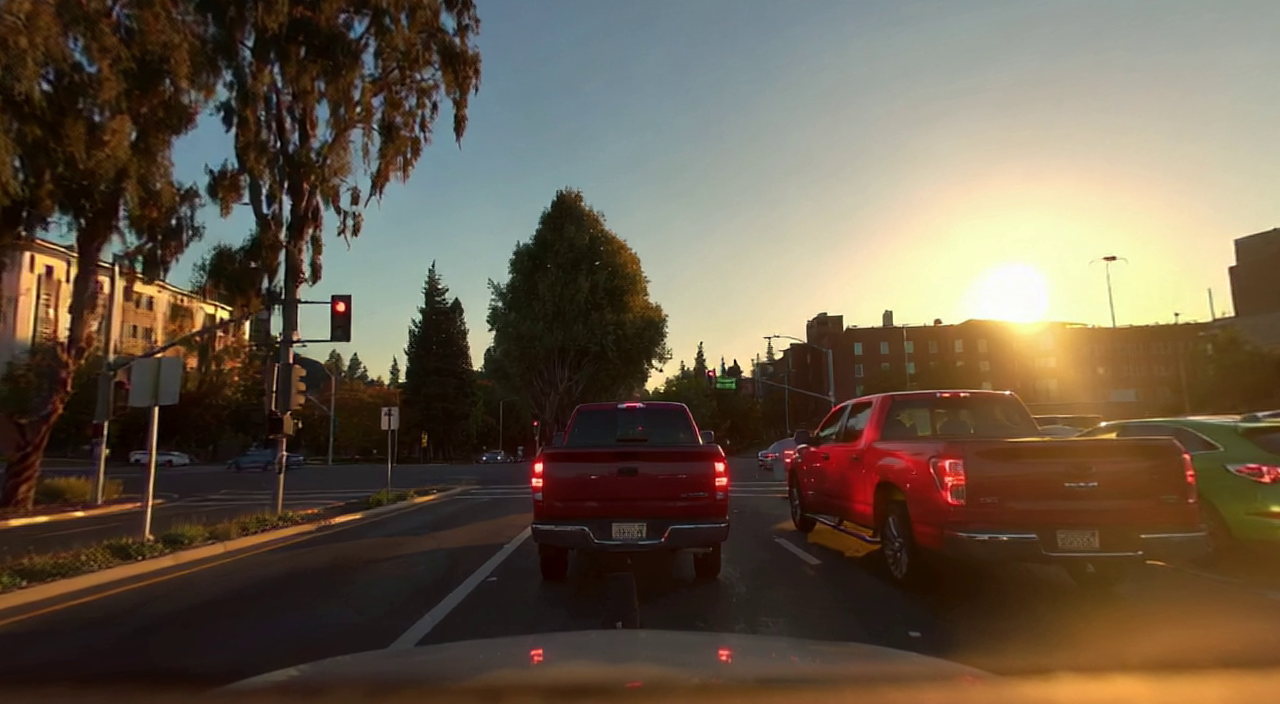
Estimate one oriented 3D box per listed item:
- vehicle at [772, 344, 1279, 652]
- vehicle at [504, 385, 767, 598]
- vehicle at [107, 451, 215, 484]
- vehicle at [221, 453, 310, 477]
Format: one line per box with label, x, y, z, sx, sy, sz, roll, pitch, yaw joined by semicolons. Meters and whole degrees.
vehicle;3.312;1.333;6.922;2.412;1.953;5.682;0;-9;-1
vehicle;-0.062;1.570;8.005;2.240;1.821;5.001;0;-9;-1
vehicle;-26.378;6.334;35.018;4.437;1.669;1.936;5;-10;-30
vehicle;-24.860;7.523;42.113;4.610;1.482;1.940;1;-9;-10
